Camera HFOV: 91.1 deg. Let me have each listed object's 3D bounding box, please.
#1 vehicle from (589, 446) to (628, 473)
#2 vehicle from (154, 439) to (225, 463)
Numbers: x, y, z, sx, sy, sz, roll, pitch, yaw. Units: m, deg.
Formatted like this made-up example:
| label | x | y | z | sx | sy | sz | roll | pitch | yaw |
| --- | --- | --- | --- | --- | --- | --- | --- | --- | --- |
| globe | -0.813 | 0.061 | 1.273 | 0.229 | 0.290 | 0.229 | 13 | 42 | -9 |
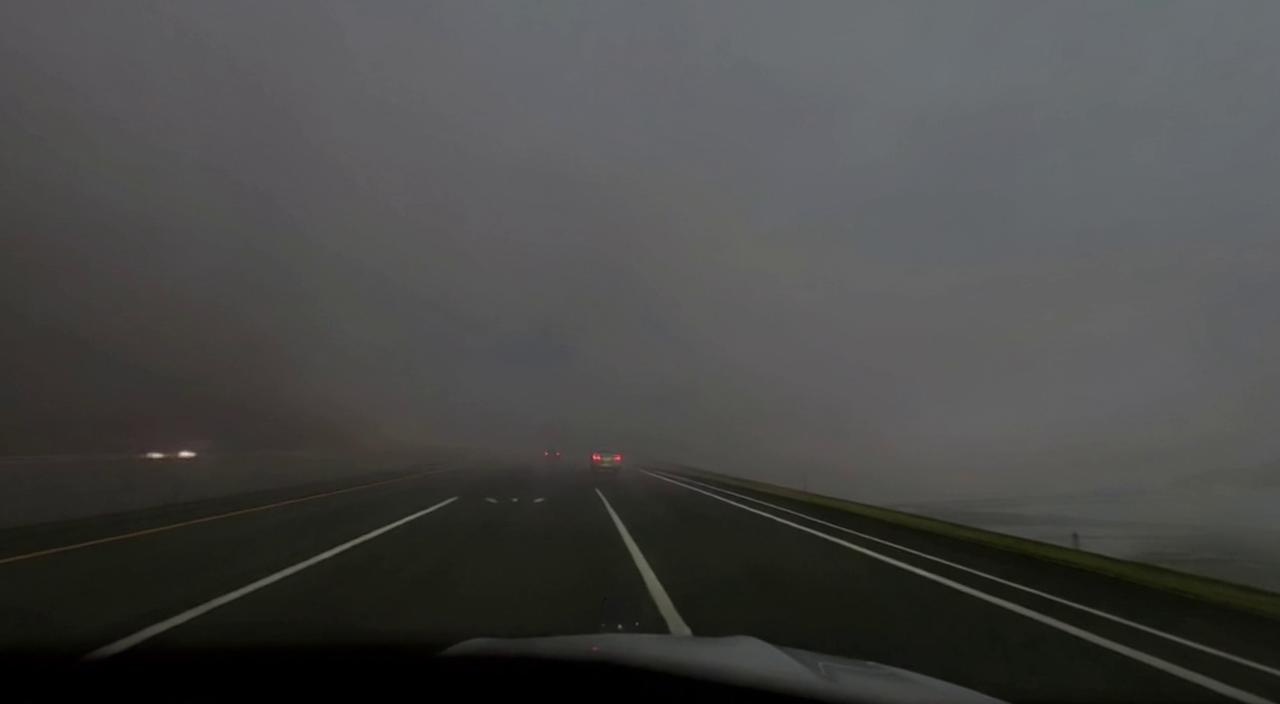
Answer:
| label | x | y | z | sx | sy | sz | roll | pitch | yaw |
| --- | --- | --- | --- | --- | --- | --- | --- | --- | --- |
| vehicle | -1.923 | 6.330 | 37.232 | 2.140 | 1.455 | 4.135 | 0 | -9 | -5 |
| vehicle | -27.852 | 6.159 | 39.023 | 1.848 | 1.408 | 3.953 | 1 | -9 | -7 |
